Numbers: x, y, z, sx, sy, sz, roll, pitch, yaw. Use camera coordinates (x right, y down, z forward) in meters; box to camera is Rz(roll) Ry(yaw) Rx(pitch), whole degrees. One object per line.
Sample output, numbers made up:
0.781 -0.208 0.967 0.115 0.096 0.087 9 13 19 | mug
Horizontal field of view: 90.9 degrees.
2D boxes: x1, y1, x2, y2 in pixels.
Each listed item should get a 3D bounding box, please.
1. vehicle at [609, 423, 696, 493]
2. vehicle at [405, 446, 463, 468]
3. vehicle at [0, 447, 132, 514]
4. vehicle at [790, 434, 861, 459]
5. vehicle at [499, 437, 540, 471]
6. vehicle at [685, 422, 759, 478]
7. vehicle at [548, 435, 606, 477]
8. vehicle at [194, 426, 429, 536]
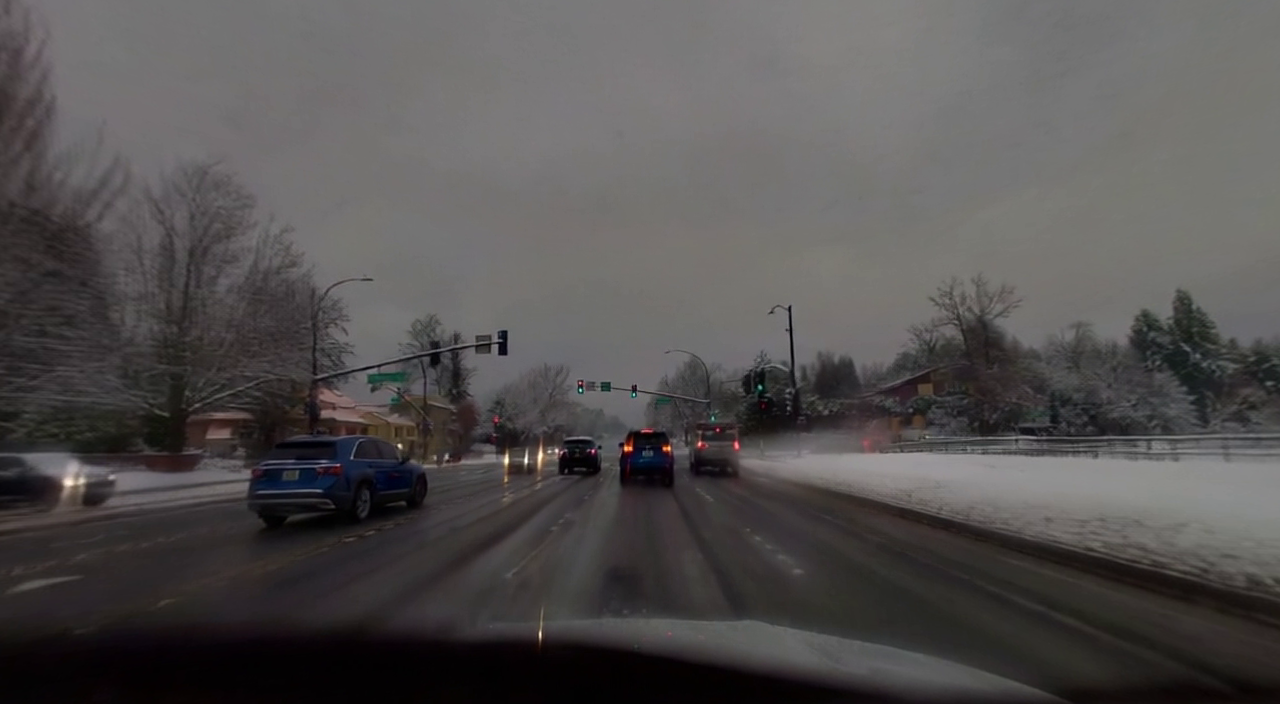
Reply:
0.320 3.054 18.320 2.235 1.778 4.178 0 -9 0 | vehicle
-15.167 7.672 46.249 4.460 1.517 1.860 -6 -12 39 | vehicle
-18.685 3.853 19.144 4.571 1.857 2.172 0 -9 1 | vehicle
14.634 7.467 49.952 4.983 1.560 1.841 -4 -8 0 | vehicle
-6.812 5.693 35.274 2.108 1.689 4.316 1 -9 -13 | vehicle
3.281 4.137 26.636 2.338 2.063 5.672 0 -9 0 | vehicle
-2.638 4.491 27.489 2.058 1.659 4.514 0 -9 0 | vehicle
-5.853 2.345 12.055 2.052 1.664 4.476 0 -9 0 | vehicle
